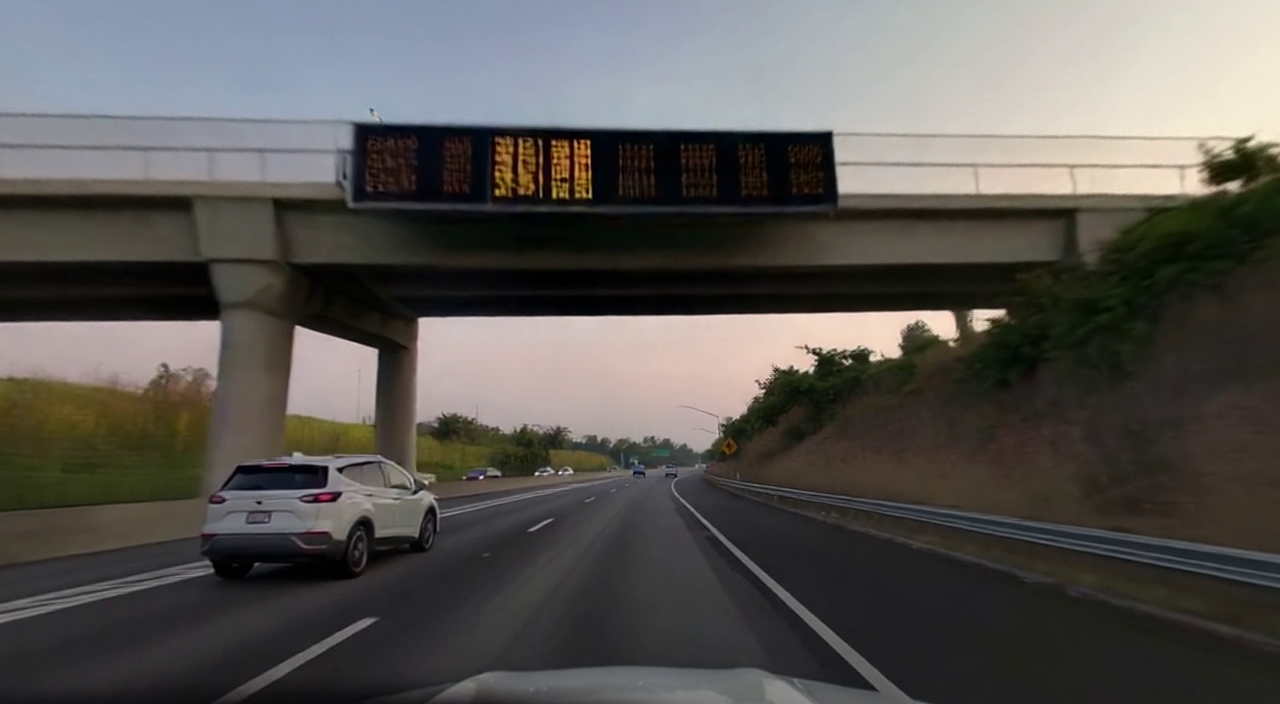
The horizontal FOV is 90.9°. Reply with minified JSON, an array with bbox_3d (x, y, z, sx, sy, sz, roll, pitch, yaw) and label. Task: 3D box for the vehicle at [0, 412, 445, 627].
[{"bbox_3d":[-4.185,1.798,7.529,2.141,1.697,4.641,1,-11,1],"label":"vehicle"}]
